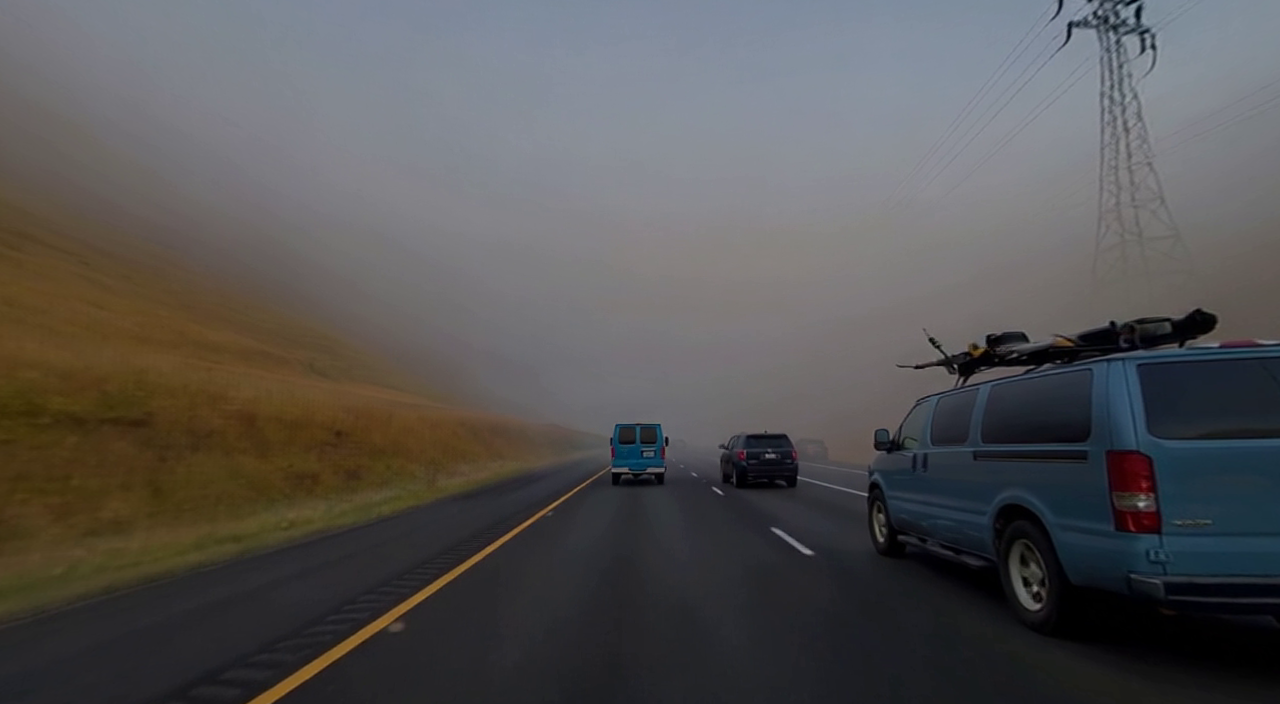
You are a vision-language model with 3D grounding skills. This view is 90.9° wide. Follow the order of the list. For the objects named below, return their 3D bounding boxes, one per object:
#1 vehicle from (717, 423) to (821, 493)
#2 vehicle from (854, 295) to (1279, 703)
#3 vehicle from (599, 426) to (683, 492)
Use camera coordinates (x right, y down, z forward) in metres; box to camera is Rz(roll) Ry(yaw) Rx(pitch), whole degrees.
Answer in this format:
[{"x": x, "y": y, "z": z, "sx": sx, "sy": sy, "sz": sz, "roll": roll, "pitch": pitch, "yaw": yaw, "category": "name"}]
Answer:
[{"x": 3.634, "y": 3.095, "z": 18.750, "sx": 2.139, "sy": 1.821, "sz": 4.480, "roll": 0, "pitch": -8, "yaw": 0, "category": "vehicle"}, {"x": 3.903, "y": 1.030, "z": 4.540, "sx": 2.691, "sy": 1.901, "sz": 5.744, "roll": 0, "pitch": -8, "yaw": 0, "category": "vehicle"}, {"x": 0.053, "y": 3.226, "z": 19.331, "sx": 2.268, "sy": 1.772, "sz": 4.523, "roll": 0, "pitch": -8, "yaw": 1, "category": "vehicle"}]
